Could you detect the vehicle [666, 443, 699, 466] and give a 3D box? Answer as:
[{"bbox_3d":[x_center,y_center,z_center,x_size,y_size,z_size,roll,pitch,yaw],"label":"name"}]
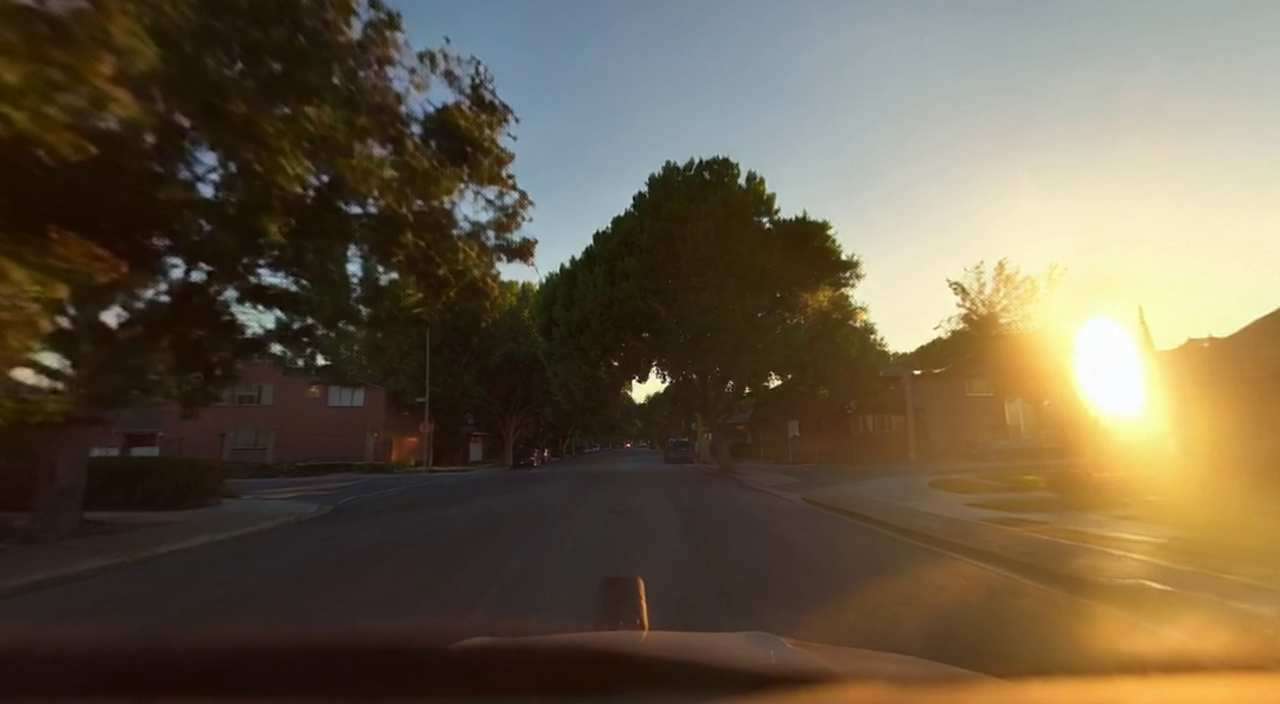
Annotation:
[{"bbox_3d":[2.945,7.245,44.807,1.881,1.487,4.183,0,-8,-3],"label":"vehicle"}]
